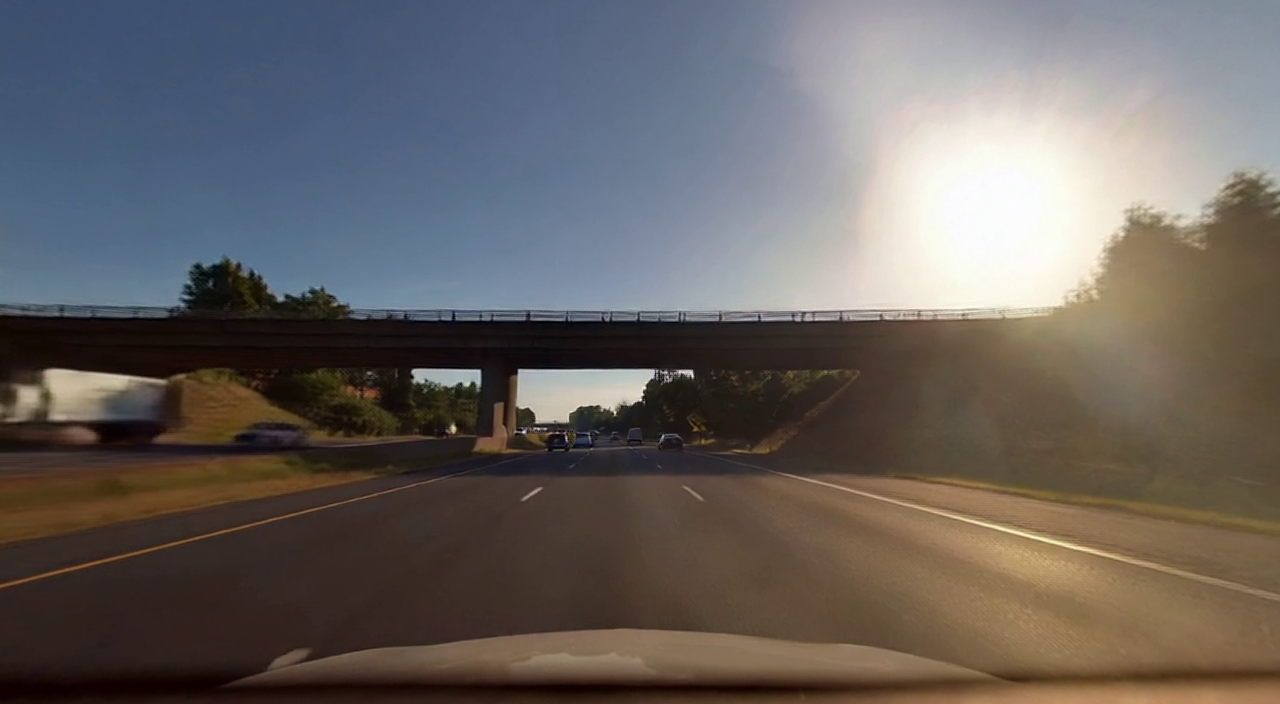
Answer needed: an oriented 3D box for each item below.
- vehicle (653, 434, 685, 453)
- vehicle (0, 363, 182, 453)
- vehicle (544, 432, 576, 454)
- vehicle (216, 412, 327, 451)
[{"bbox_3d":[2.120,6.820,46.975,1.999,1.329,3.913,1,-8,-3],"label":"vehicle"},{"bbox_3d":[-21.957,2.315,24.277,2.834,2.938,7.747,0,-8,-2],"label":"vehicle"},{"bbox_3d":[-5.700,6.554,45.409,1.966,1.460,3.519,0,-8,-2],"label":"vehicle"},{"bbox_3d":[-14.365,3.155,24.776,2.138,1.412,3.720,0,-8,-1],"label":"vehicle"}]
